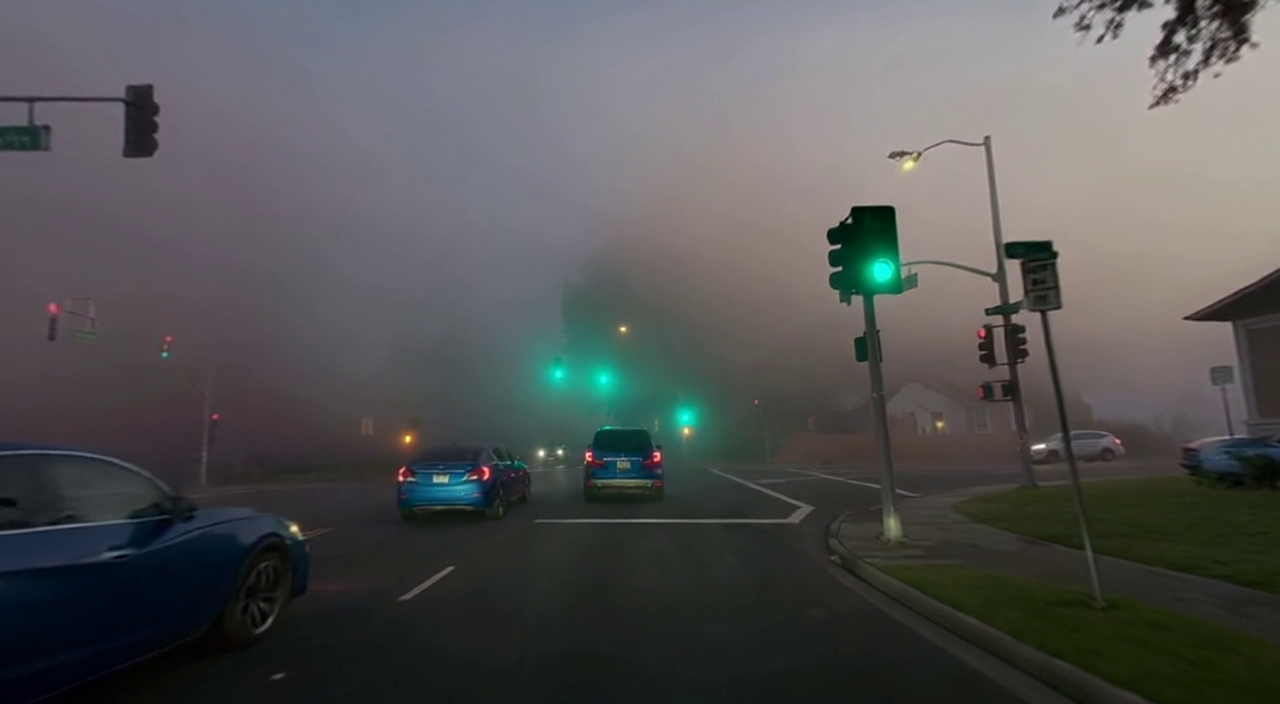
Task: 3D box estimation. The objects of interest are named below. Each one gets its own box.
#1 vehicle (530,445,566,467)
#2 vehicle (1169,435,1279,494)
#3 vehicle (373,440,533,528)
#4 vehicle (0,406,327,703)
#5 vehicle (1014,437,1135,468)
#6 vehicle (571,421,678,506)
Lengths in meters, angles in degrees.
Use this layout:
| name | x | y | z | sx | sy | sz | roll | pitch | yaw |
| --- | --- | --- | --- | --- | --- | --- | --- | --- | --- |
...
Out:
| name | x | y | z | sx | sy | sz | roll | pitch | yaw |
| --- | --- | --- | --- | --- | --- | --- | --- | --- | --- |
| vehicle | -7.064 | 8.043 | 49.014 | 2.069 | 1.651 | 4.431 | 0 | -8 | 1 |
| vehicle | 17.013 | 2.868 | 16.272 | 4.715 | 1.439 | 1.874 | -2 | -9 | 13 |
| vehicle | -3.528 | 2.542 | 12.859 | 1.934 | 1.459 | 4.368 | 0 | -8 | 0 |
| vehicle | -3.424 | 0.968 | 2.461 | 1.977 | 1.488 | 4.741 | 0 | -8 | 0 |
| vehicle | 20.966 | 4.877 | 30.657 | 4.353 | 1.431 | 1.876 | -2 | -9 | 13 |
| vehicle | -0.375 | 2.854 | 16.552 | 2.396 | 1.881 | 4.606 | 0 | -8 | -1 |
